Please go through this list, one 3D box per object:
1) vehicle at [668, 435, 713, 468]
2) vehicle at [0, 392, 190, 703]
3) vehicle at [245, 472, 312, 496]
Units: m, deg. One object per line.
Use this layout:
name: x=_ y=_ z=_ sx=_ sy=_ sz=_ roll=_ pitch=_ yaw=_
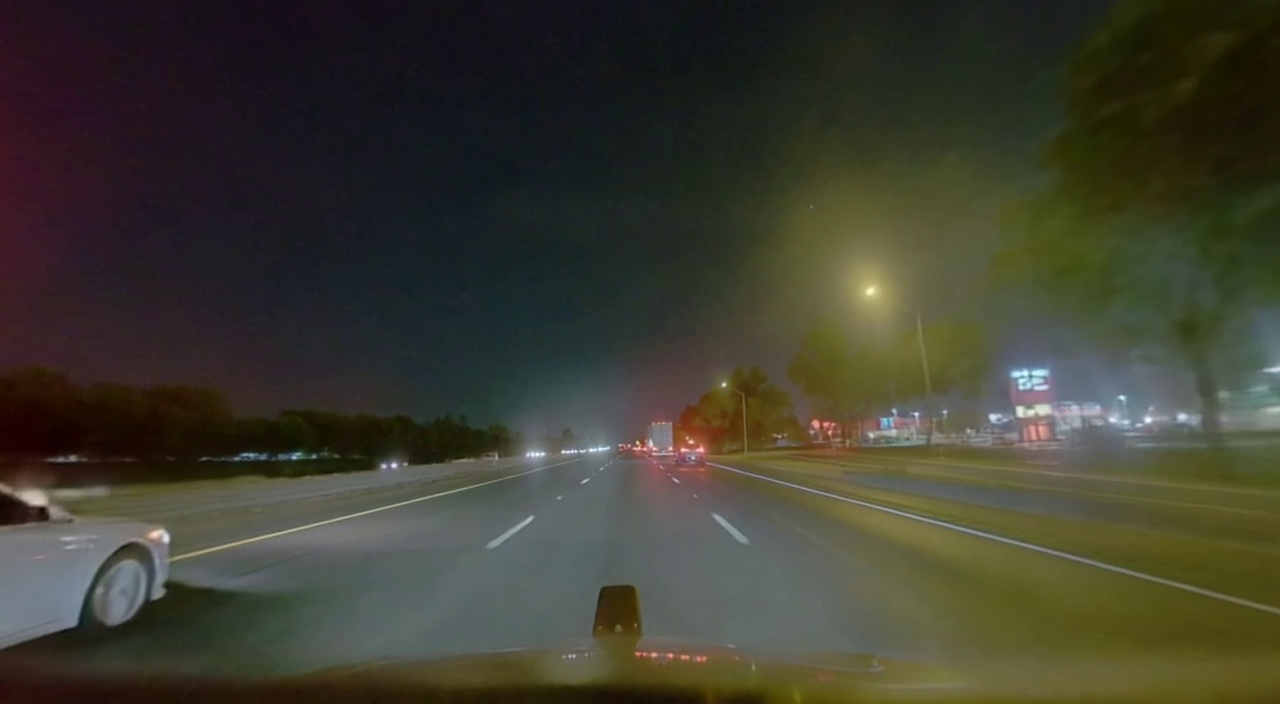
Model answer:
vehicle: x=2.774 y=5.641 z=35.967 sx=2.065 sy=1.760 sz=4.488 roll=0 pitch=-8 yaw=-1
vehicle: x=-4.228 y=0.857 z=2.140 sx=1.903 sy=1.607 sz=4.770 roll=0 pitch=-8 yaw=0
vehicle: x=-27.565 y=10.071 z=48.411 sx=2.104 sy=1.431 sz=4.891 roll=0 pitch=-8 yaw=2
